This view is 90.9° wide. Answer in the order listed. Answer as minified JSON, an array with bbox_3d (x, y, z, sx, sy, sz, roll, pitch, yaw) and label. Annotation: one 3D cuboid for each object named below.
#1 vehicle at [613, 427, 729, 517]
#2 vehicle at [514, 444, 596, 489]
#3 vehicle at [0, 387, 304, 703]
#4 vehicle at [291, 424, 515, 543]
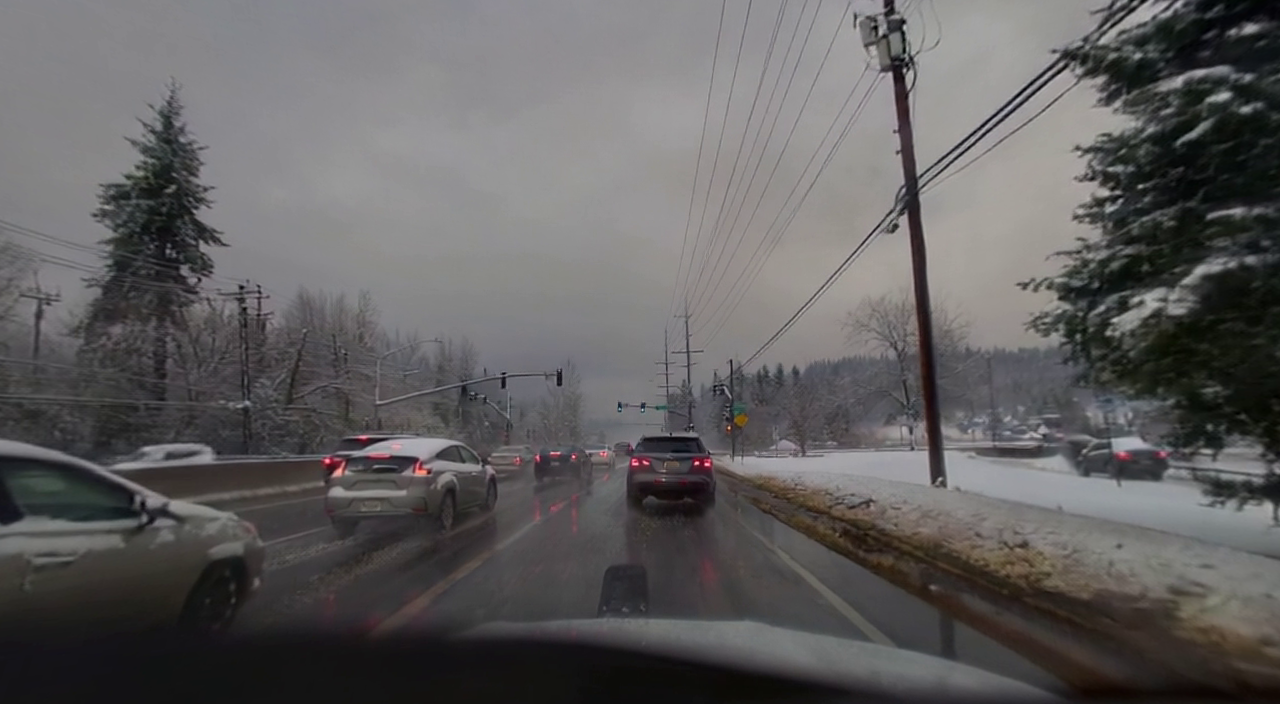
[{"bbox_3d":[0.649,2.589,14.026,2.205,1.691,3.937,0,-9,2],"label":"vehicle"},{"bbox_3d":[-2.918,4.051,22.644,2.105,1.436,4.311,-1,-9,4],"label":"vehicle"},{"bbox_3d":[-3.808,0.998,3.108,1.999,1.563,4.007,0,-9,1],"label":"vehicle"},{"bbox_3d":[-3.744,2.162,11.011,2.018,1.621,4.441,0,-9,2],"label":"vehicle"}]
